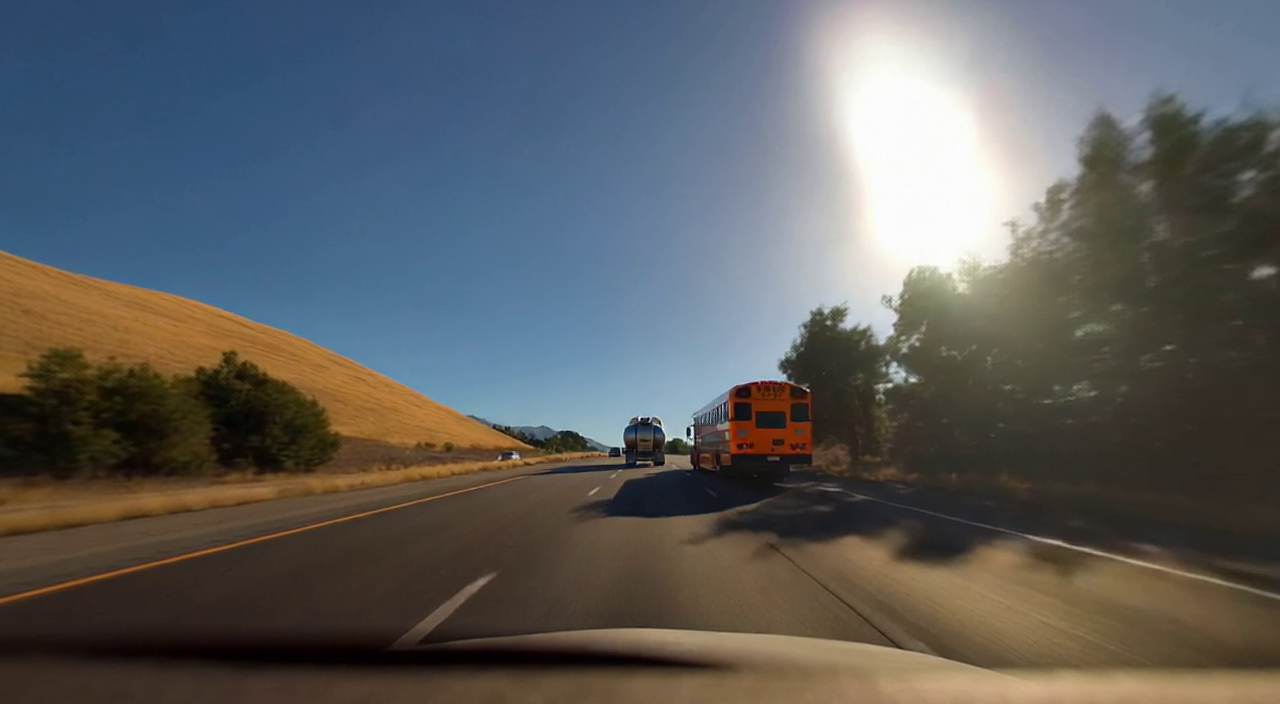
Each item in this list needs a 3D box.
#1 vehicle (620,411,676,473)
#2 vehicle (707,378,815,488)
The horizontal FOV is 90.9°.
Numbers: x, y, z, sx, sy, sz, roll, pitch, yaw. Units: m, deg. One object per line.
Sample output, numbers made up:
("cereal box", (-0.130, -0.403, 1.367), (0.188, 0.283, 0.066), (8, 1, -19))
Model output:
("vehicle", (0.453, 5.575, 38.840), (2.948, 3.265, 10.569), (0, -8, 0))
("vehicle", (4.438, 3.222, 24.819), (2.716, 3.705, 7.018), (0, -8, -1))
